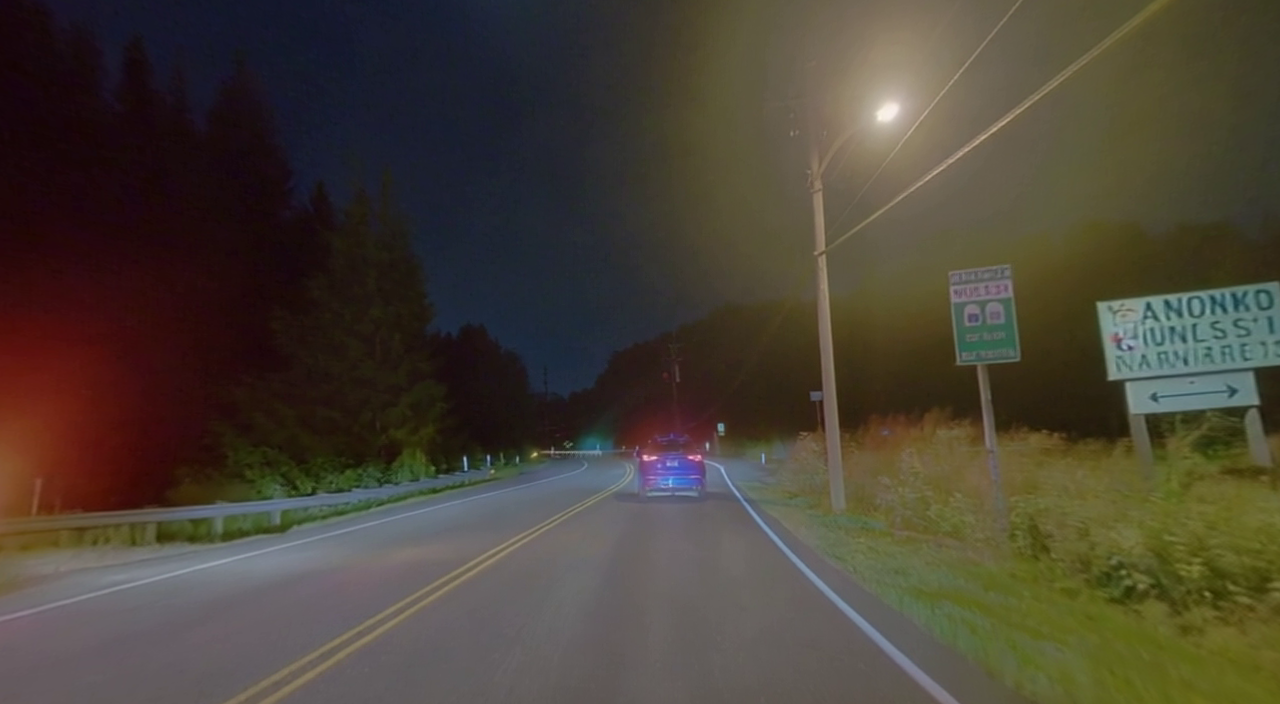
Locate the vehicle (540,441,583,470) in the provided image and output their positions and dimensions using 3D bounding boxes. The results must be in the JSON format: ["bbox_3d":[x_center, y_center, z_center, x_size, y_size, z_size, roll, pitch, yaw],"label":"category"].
[{"bbox_3d":[-5.874,7.599,46.502,2.668,1.981,5.575,2,-9,-12],"label":"vehicle"}]

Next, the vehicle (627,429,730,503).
[{"bbox_3d":[0.859,2.617,14.818,2.081,1.503,3.726,0,-8,2],"label":"vehicle"}]
